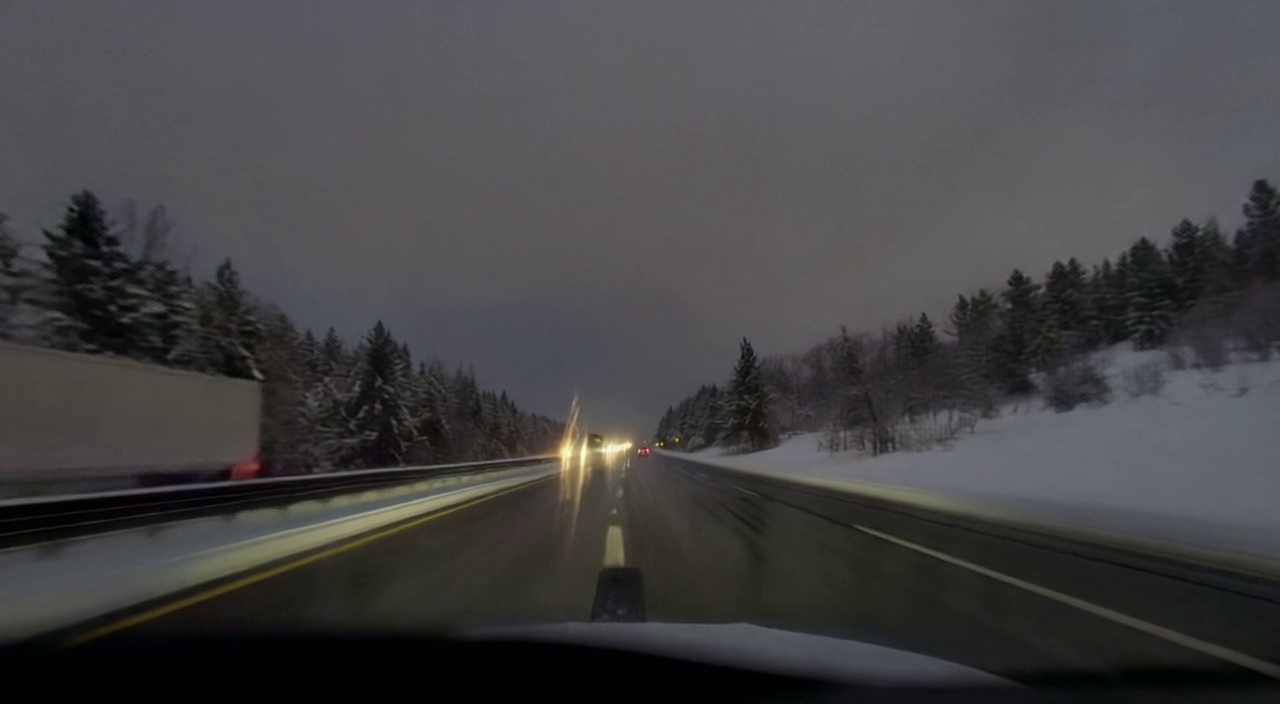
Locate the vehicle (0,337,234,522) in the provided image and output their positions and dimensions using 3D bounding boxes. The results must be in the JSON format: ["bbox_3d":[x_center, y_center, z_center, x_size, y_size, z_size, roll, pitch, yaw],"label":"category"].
[{"bbox_3d":[-15.426,1.762,14.170,2.933,3.968,14.979,0,-9,-1],"label":"vehicle"}]
